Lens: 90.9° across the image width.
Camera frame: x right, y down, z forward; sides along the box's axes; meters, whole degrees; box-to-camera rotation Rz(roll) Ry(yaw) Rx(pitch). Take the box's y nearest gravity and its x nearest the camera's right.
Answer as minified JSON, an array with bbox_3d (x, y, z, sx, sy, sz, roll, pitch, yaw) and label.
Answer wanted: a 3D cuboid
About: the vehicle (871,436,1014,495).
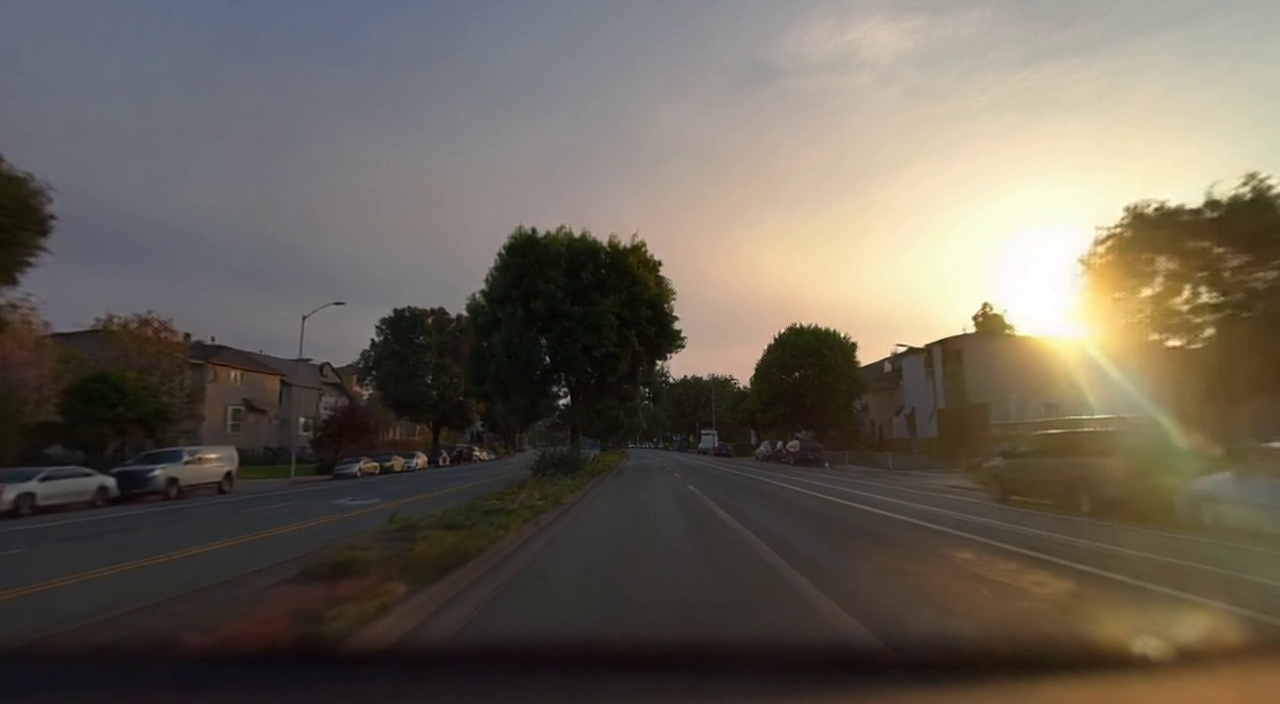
[{"bbox_3d":[9.899,3.759,21.283,2.159,1.734,5.384,0,-9,0],"label":"vehicle"}]

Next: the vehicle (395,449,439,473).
[{"bbox_3d":[-17.150,8.385,48.713,1.859,1.694,4.638,-1,-8,-3],"label":"vehicle"}]

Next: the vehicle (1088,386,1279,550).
[{"bbox_3d":[9.515,1.609,8.787,2.115,2.151,5.826,0,-9,-1],"label":"vehicle"}]

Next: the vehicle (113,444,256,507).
[{"bbox_3d":[-17.059,4.565,23.967,2.046,1.945,4.688,-1,-7,-2],"label":"vehicle"}]

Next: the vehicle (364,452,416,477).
[{"bbox_3d":[-16.974,7.638,43.014,1.807,1.466,4.693,-1,-8,-2],"label":"vehicle"}]

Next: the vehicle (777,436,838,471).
[{"bbox_3d":[10.023,6.116,38.220,2.091,1.962,5.091,1,-9,-2],"label":"vehicle"}]

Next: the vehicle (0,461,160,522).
[{"bbox_3d":[-17.029,4.066,18.845,1.740,1.442,4.678,-1,-8,-1],"label":"vehicle"}]

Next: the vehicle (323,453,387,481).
[{"bbox_3d":[-16.991,6.866,37.804,1.891,1.474,4.437,-1,-8,-2],"label":"vehicle"}]
